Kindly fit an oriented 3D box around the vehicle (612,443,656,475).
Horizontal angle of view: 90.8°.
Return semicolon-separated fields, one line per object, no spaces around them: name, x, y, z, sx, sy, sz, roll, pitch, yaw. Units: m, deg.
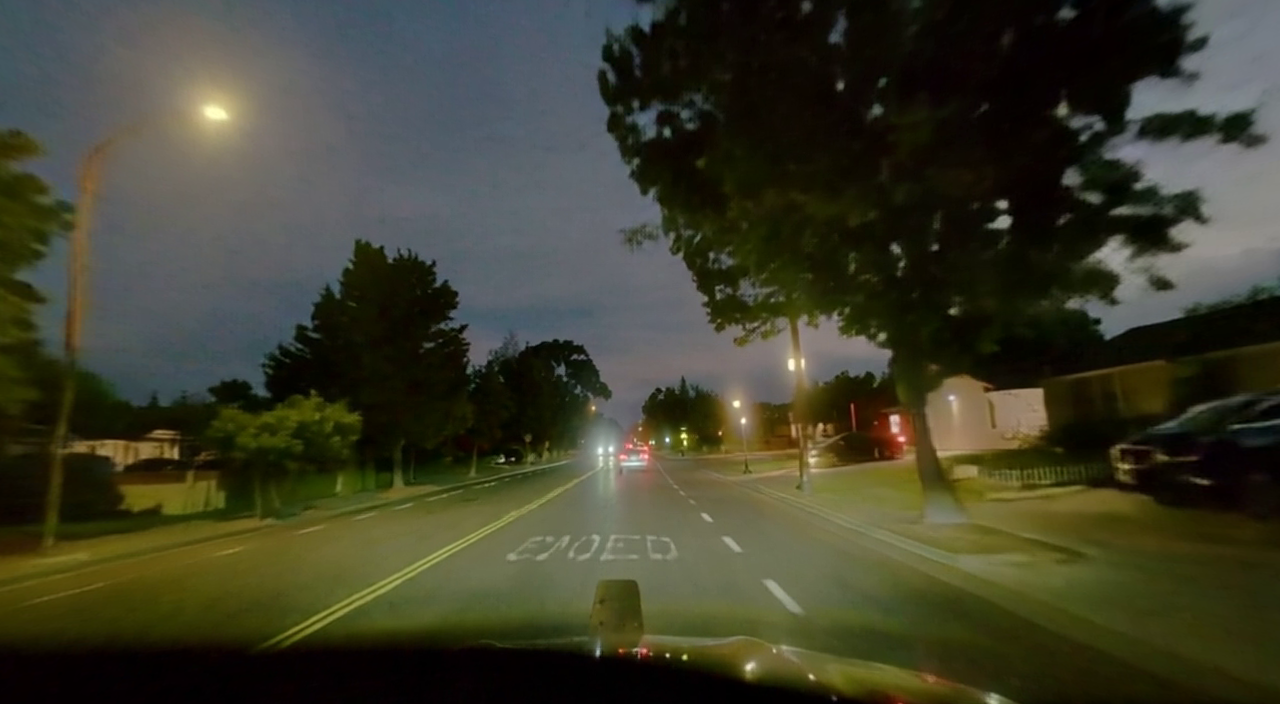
vehicle;-0.307;5.443;32.325;2.098;1.483;4.099;0;-9;0

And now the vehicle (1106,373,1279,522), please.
vehicle;9.524;1.126;8.643;4.634;1.723;1.966;-4;-8;-2

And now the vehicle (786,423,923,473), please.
vehicle;8.689;3.940;25.936;4.740;1.467;2.074;-6;-8;-3
